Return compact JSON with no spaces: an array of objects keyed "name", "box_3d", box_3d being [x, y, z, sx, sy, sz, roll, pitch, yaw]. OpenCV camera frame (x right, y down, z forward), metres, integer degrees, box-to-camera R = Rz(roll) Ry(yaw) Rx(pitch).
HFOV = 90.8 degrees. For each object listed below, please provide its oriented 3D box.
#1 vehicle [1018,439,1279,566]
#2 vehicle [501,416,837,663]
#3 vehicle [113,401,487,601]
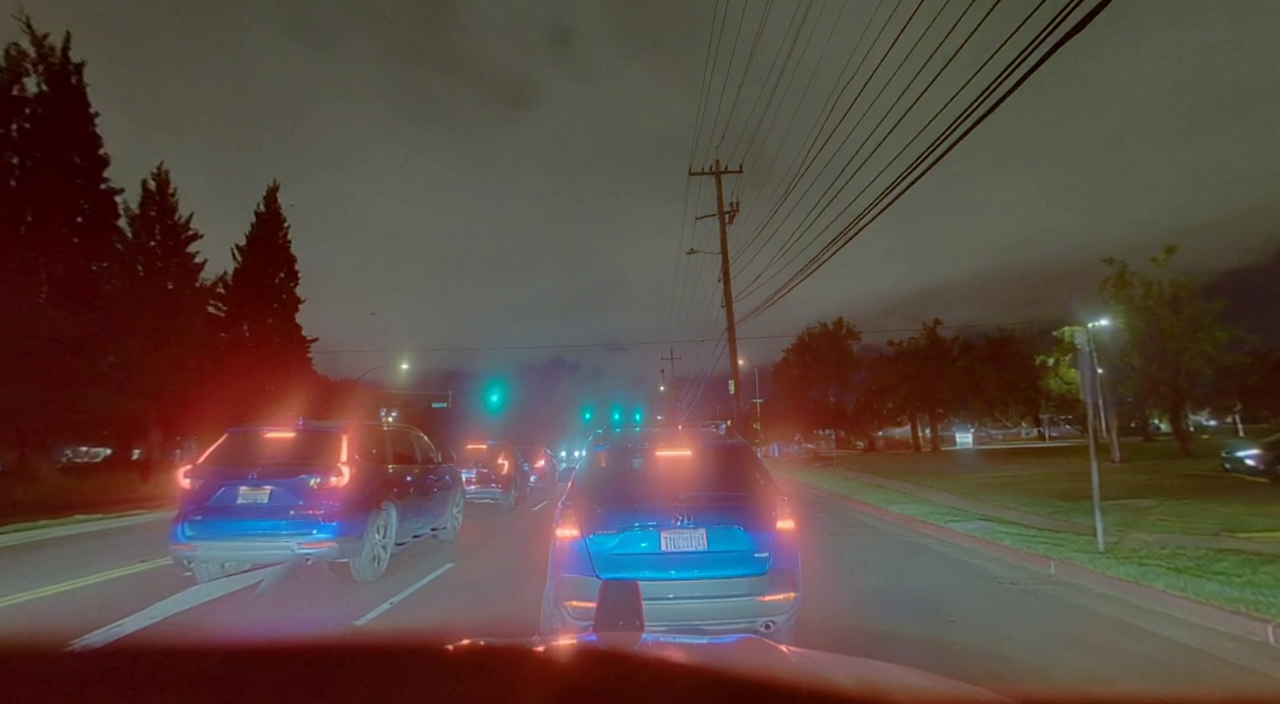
[{"name":"vehicle","box_3d":[8.378,2.157,9.931,1.993,1.508,4.521,0,-9,-1]},{"name":"vehicle","box_3d":[0.111,1.448,5.949,2.056,1.487,4.003,0,-9,-2]},{"name":"vehicle","box_3d":[-3.477,1.615,7.703,2.105,1.706,4.337,0,-9,0]}]
